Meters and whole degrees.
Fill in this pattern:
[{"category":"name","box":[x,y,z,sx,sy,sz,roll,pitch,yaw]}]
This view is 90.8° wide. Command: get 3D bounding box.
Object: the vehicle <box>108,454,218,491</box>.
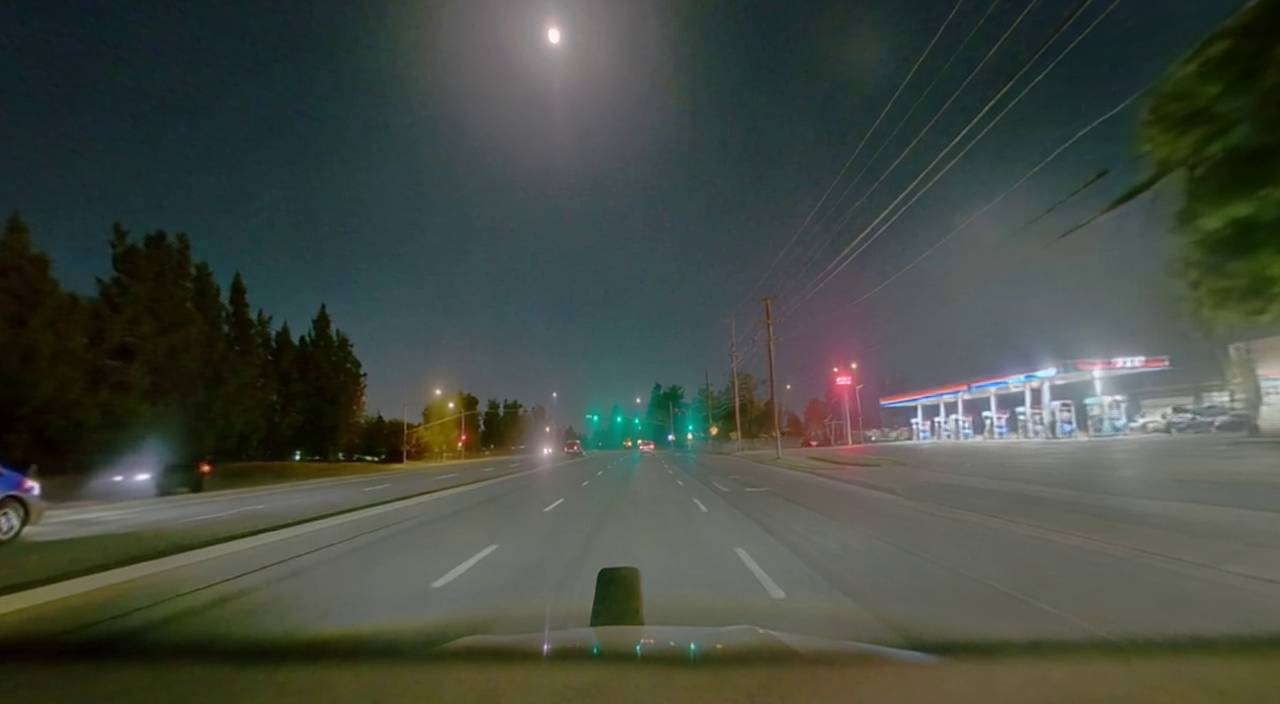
[{"category":"vehicle","box":[-24.563,6.178,32.777,2.210,1.716,4.539,0,-9,-1]}]
